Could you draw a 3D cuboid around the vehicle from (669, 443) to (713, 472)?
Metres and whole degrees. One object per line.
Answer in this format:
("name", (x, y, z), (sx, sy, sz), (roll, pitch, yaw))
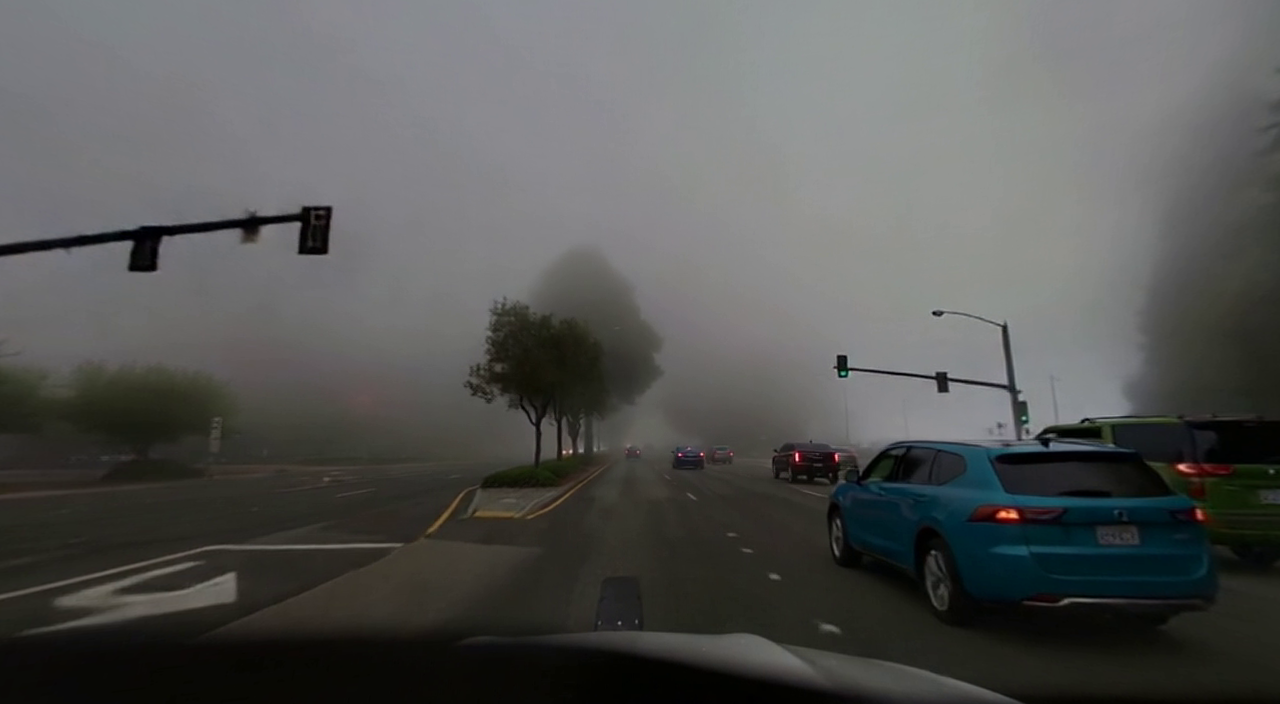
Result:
("vehicle", (2.655, 5.628, 33.807), (1.980, 1.484, 4.093), (0, -8, -1))

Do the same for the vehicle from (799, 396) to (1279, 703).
("vehicle", (3.078, 1.363, 5.564), (1.932, 1.547, 4.992), (0, -8, -1))

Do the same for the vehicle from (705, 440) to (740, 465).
("vehicle", (6.291, 7.691, 48.331), (1.919, 1.774, 4.720), (0, -8, -1))
